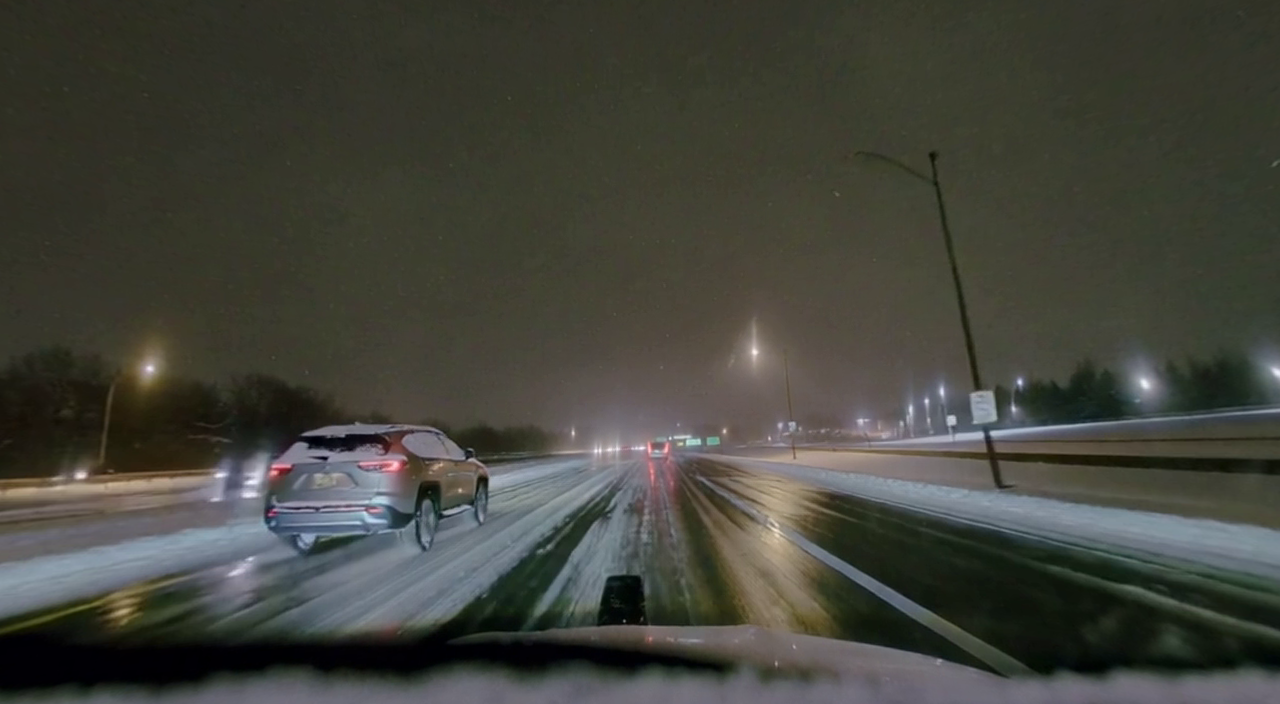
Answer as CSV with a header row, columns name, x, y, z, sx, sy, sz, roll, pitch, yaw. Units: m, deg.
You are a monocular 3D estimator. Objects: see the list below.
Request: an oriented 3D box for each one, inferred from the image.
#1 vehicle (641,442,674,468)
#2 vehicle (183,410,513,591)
name,x,y,z,sx,sy,sz,roll,pitch,yaw
vehicle,1.150,6.912,42.599,2.073,1.621,3.993,-1,-9,0
vehicle,-3.245,1.756,8.330,2.143,1.693,4.513,-1,-9,1
